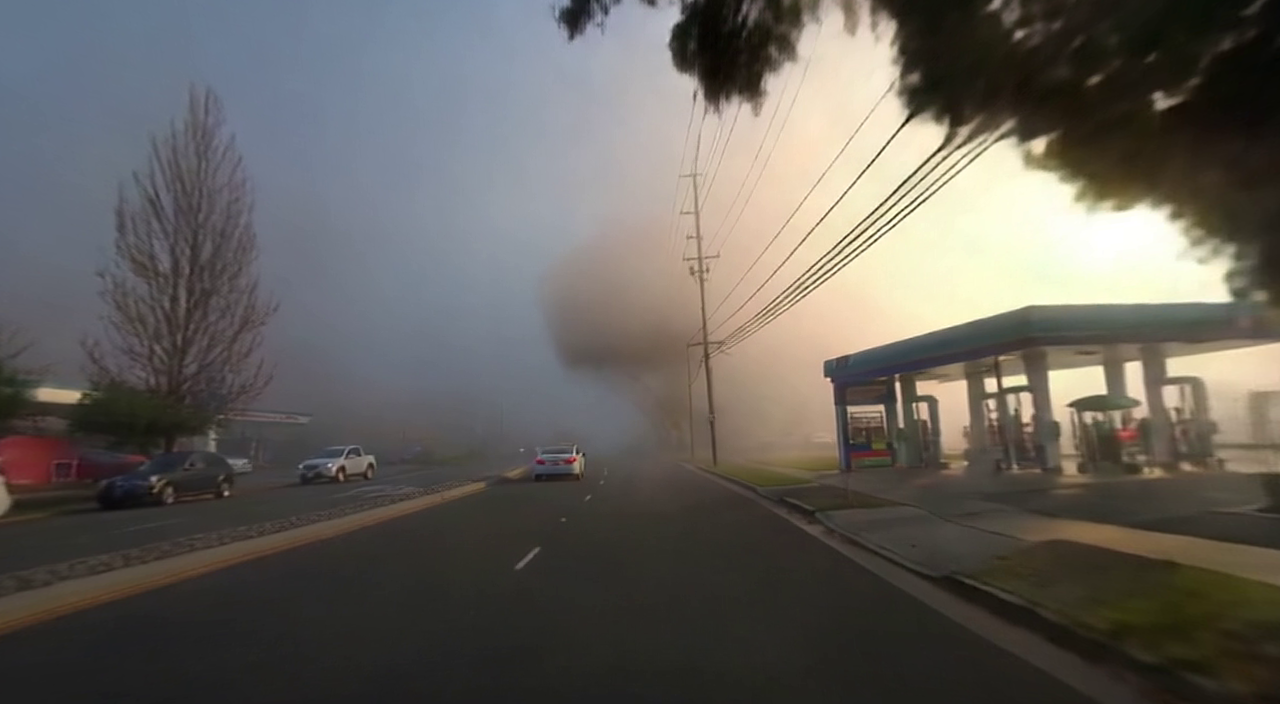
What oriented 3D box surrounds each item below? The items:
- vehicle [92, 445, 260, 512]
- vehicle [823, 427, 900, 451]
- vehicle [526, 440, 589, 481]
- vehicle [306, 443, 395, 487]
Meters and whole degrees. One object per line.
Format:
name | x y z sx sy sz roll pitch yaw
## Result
vehicle | -16.155 4.363 22.396 2.336 2.092 4.625 0 -9 1
vehicle | 16.419 6.487 46.903 4.943 1.646 2.072 0 -9 -2
vehicle | -3.248 4.351 25.542 2.073 1.525 3.968 0 -9 -1
vehicle | -15.323 5.985 33.750 2.353 2.144 4.847 0 -9 1
